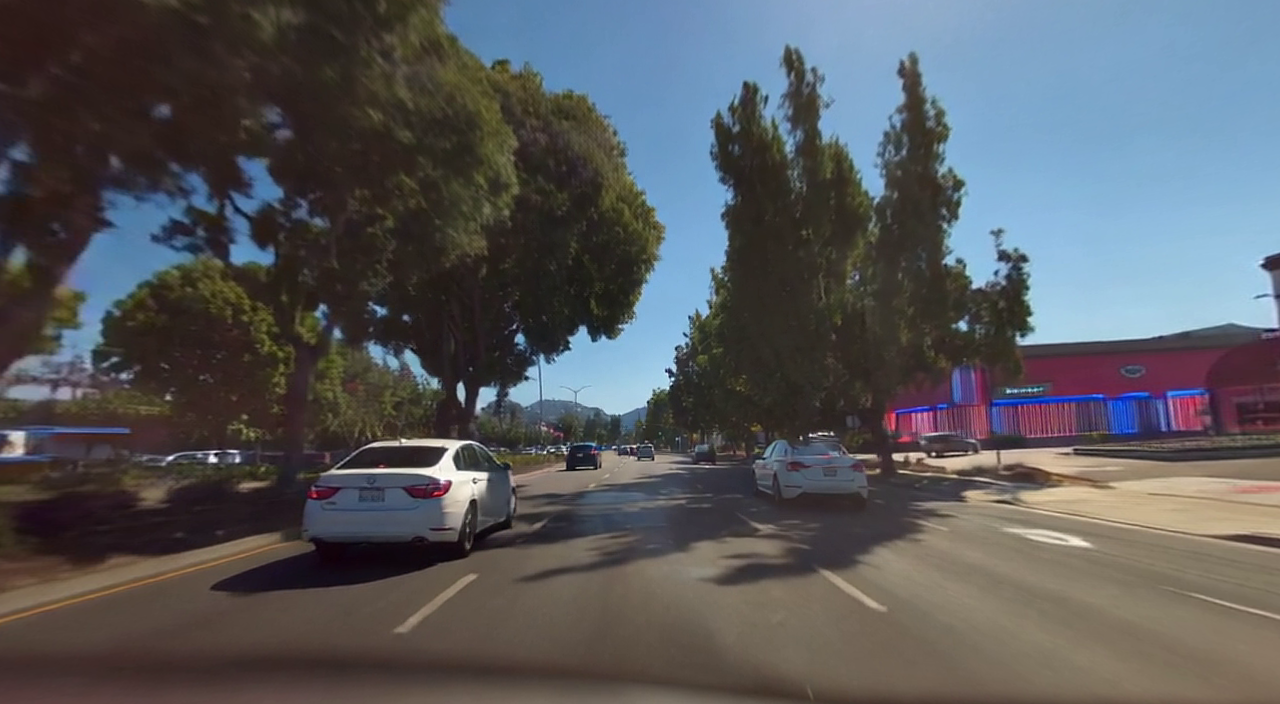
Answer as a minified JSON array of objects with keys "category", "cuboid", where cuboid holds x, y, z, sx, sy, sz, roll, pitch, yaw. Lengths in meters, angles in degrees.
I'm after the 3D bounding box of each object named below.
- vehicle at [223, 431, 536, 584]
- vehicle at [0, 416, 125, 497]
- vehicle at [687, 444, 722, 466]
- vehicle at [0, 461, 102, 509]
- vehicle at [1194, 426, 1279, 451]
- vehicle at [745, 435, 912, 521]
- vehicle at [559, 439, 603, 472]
[{"category":"vehicle","cuboid":[-2.932,1.879,8.613,2.082,1.460,4.922,0,-9,1]},{"category":"vehicle","cuboid":[-29.955,4.842,29.340,8.970,3.504,3.159,0,-8,0]},{"category":"vehicle","cuboid":[4.520,7.329,44.951,1.996,1.443,4.270,0,-9,-1]},{"category":"vehicle","cuboid":[-22.271,4.749,22.771,1.822,1.483,4.236,0,-9,1]},{"category":"vehicle","cuboid":[37.621,5.408,39.143,4.451,1.479,1.961,-1,-8,2]},{"category":"vehicle","cuboid":[3.689,2.555,13.391,2.036,1.480,4.659,0,-9,-1]},{"category":"vehicle","cuboid":[-3.299,5.908,36.086,1.981,1.731,4.360,0,-9,1]}]
